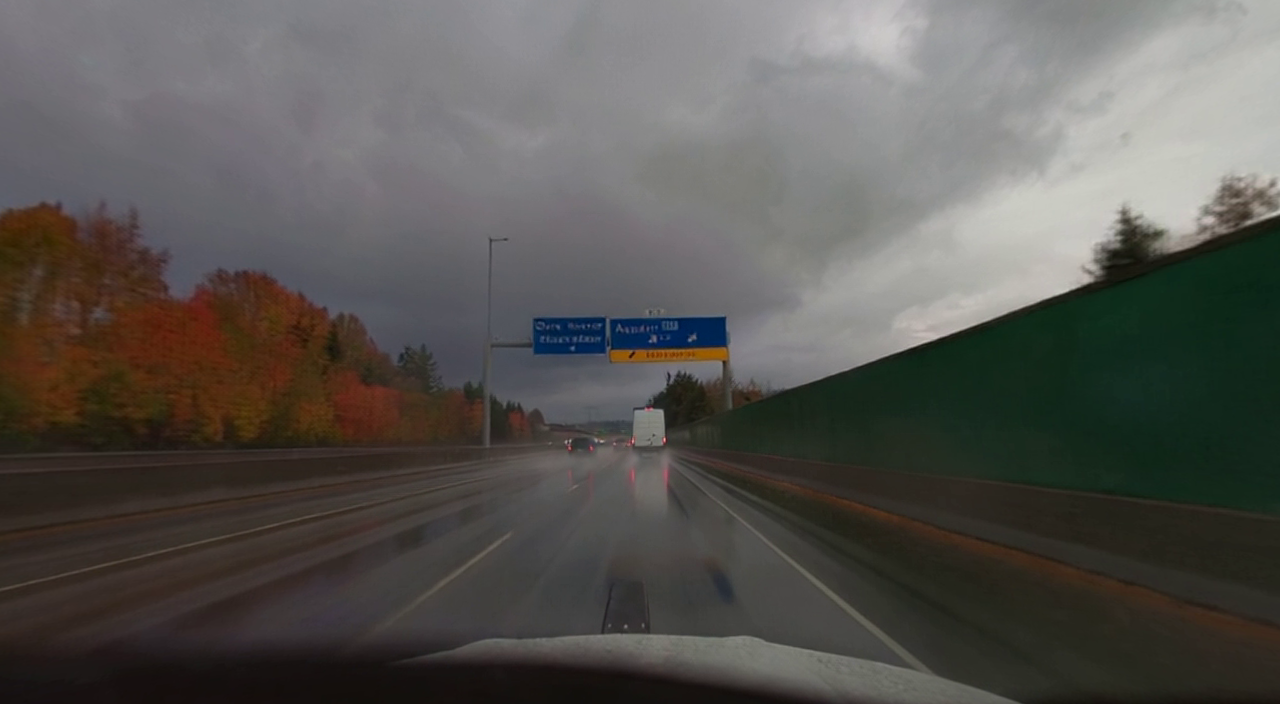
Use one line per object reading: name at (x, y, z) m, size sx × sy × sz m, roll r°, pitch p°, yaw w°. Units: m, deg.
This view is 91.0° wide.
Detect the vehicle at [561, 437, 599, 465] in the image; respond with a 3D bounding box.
vehicle at (-3.528, 5.895, 37.745) m, size 1.927 × 1.556 × 3.921 m, roll 0°, pitch -8°, yaw -1°
